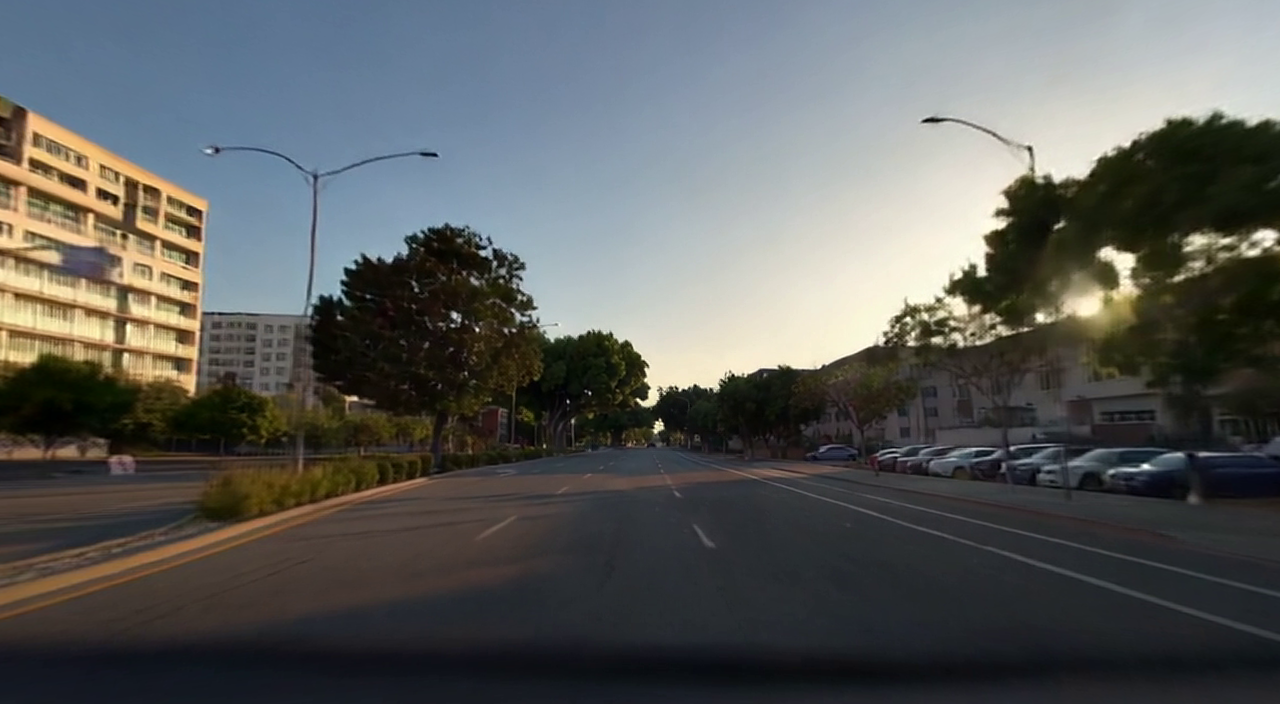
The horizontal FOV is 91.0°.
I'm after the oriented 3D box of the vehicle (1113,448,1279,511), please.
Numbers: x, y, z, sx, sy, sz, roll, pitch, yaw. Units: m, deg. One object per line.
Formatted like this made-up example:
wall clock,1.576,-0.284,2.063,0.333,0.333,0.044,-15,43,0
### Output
vehicle,15.206,3.236,16.224,4.331,1.469,2.008,0,-9,2
